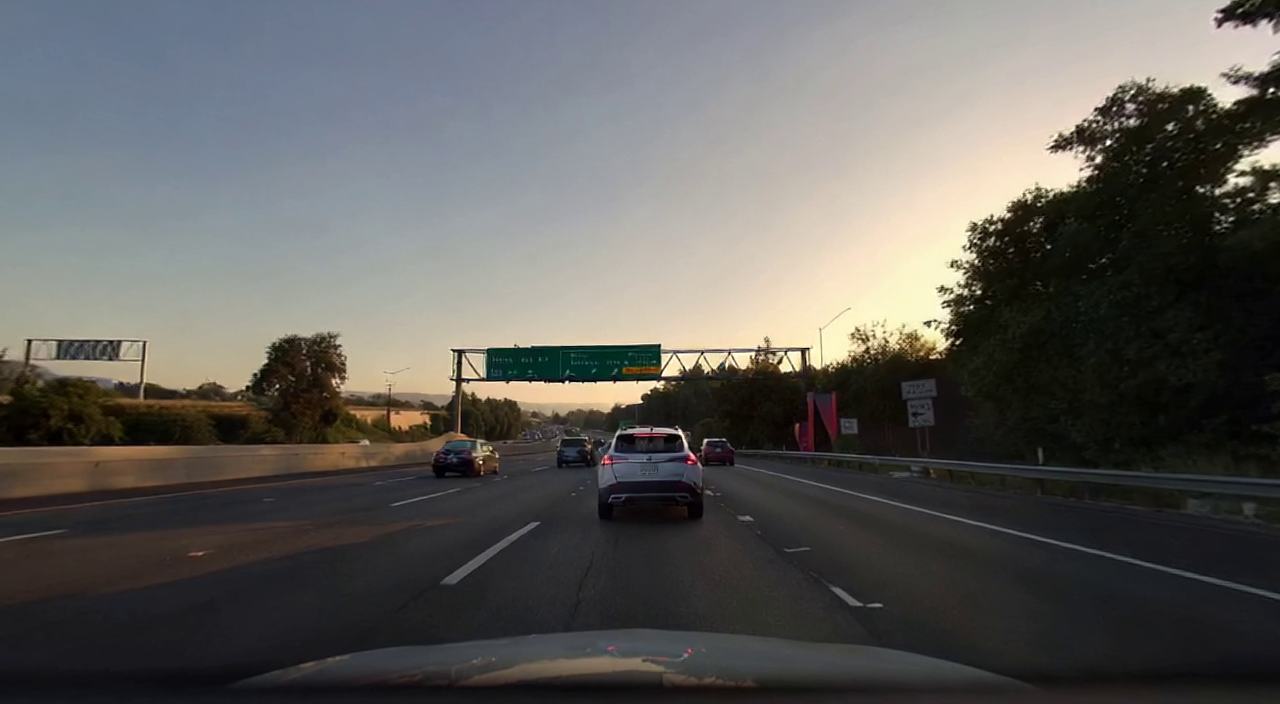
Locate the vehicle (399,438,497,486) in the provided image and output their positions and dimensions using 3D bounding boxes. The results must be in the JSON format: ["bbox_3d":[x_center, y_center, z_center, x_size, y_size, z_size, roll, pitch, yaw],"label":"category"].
[{"bbox_3d":[-6.914,4.009,23.271,2.035,1.558,4.773,0,-9,1],"label":"vehicle"}]

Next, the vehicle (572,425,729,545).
[{"bbox_3d":[0.134,2.023,10.184,2.044,1.554,3.824,0,-9,0],"label":"vehicle"}]

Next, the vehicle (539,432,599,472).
[{"bbox_3d":[-3.445,5.041,31.823,2.286,1.825,5.380,0,-9,1],"label":"vehicle"}]
